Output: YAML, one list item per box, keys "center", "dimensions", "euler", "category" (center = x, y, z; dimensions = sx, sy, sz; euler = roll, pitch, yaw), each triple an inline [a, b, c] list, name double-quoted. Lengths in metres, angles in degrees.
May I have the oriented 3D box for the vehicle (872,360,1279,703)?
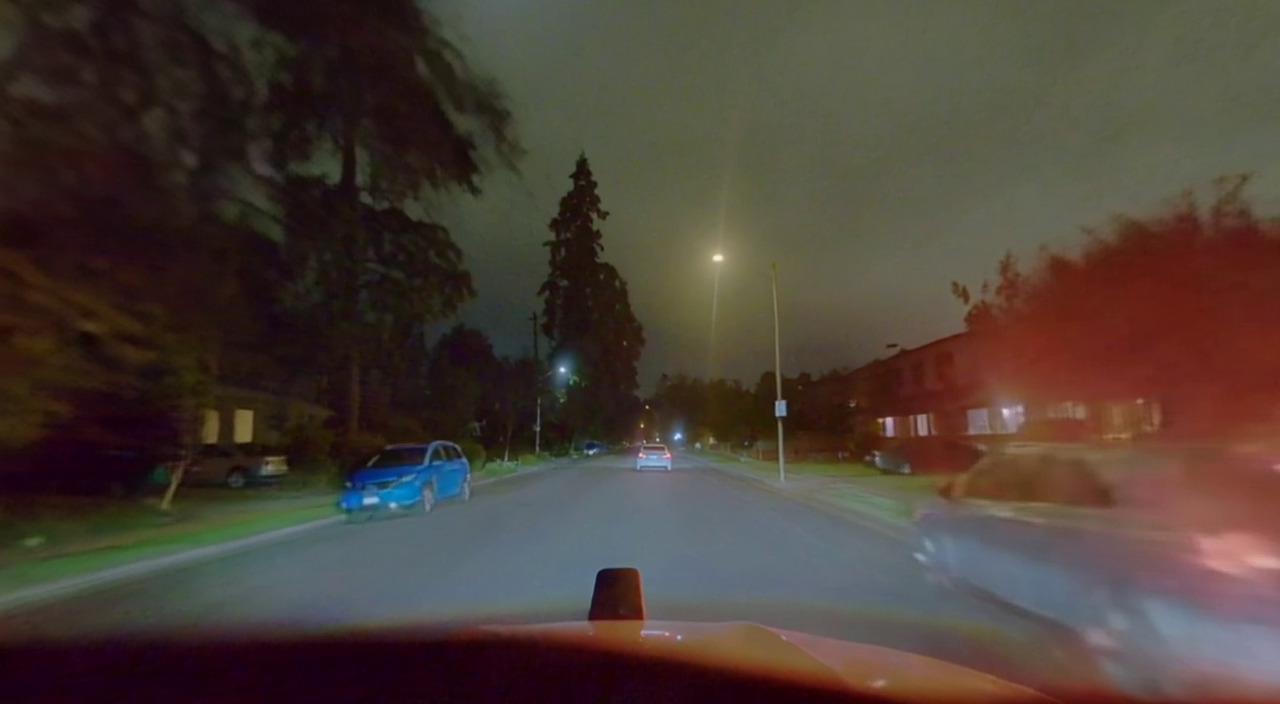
- center: [3.451, 1.182, 4.477]
  dimensions: [1.978, 1.690, 4.306]
  euler: [0, -8, 0]
  category: "vehicle"

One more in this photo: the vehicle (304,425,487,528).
- center: [-5.144, 2.651, 14.213]
  dimensions: [2.126, 1.816, 4.796]
  euler: [-3, -8, 1]
  category: "vehicle"

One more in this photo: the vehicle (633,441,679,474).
- center: [0.703, 4.919, 29.738]
  dimensions: [2.000, 1.449, 4.006]
  euler: [0, -8, 0]
  category: "vehicle"

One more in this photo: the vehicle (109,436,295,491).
- center: [-12.849, 3.270, 18.732]
  dimensions: [4.129, 1.523, 1.839]
  euler: [0, -8, 2]
  category: "vehicle"
